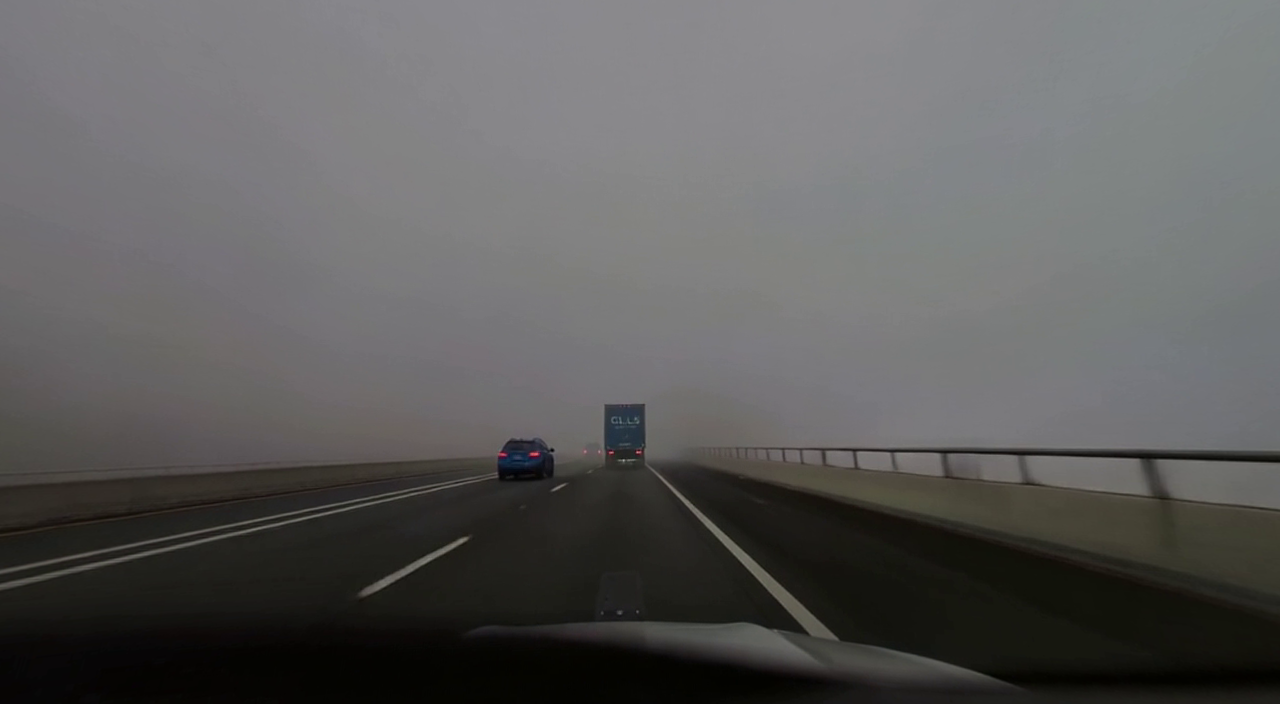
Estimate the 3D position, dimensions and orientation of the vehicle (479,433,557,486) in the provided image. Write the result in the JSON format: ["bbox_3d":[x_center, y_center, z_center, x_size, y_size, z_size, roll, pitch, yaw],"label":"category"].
[{"bbox_3d":[-4.841,4.380,25.827,2.226,1.935,5.130,0,-9,-1],"label":"vehicle"}]

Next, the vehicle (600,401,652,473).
[{"bbox_3d":[-0.938,5.560,40.395,2.923,4.007,9.760,0,-9,-2],"label":"vehicle"}]
